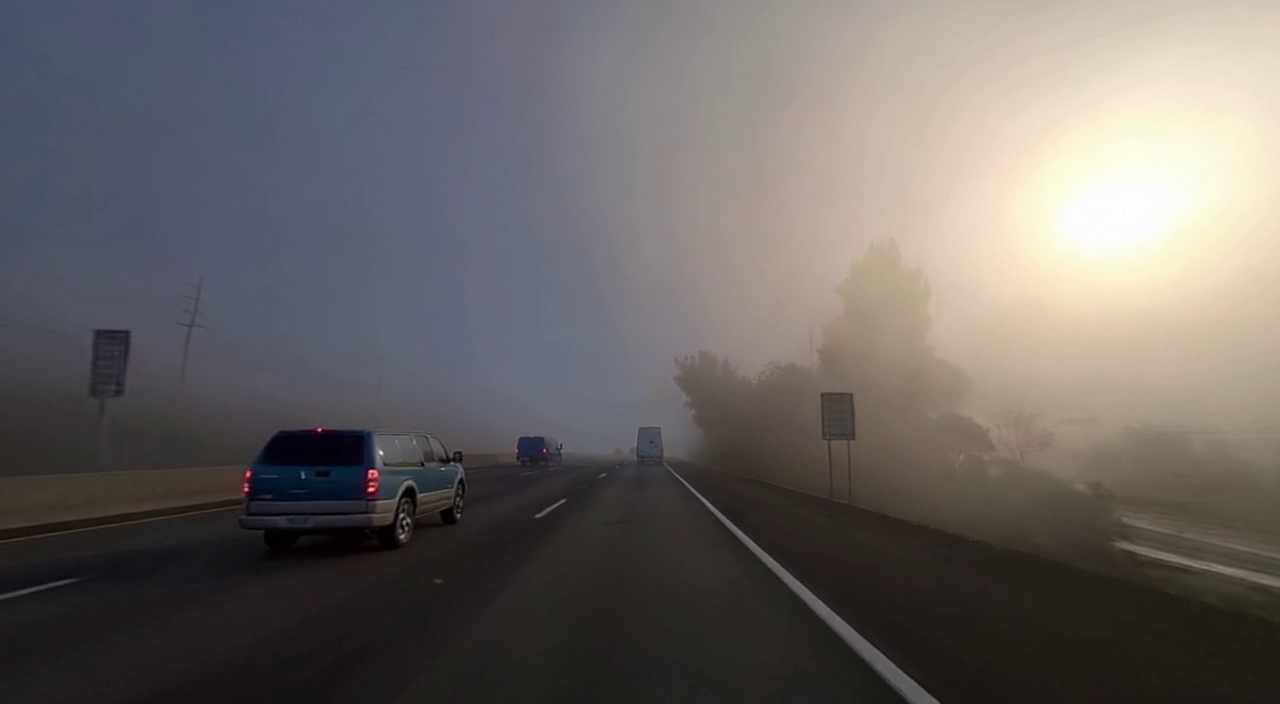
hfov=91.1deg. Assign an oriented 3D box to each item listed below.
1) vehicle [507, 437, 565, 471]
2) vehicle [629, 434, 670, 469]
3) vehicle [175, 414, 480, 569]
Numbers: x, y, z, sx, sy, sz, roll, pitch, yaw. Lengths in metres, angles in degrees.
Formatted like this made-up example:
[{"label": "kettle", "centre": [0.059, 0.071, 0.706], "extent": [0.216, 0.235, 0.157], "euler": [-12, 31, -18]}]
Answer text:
[{"label": "vehicle", "centre": [-6.854, 6.843, 42.407], "extent": [2.695, 2.084, 6.836], "euler": [0, -8, 1]}, {"label": "vehicle", "centre": [0.682, 7.100, 45.012], "extent": [2.692, 2.279, 5.695], "euler": [0, -8, 1]}, {"label": "vehicle", "centre": [-4.146, 1.929, 9.528], "extent": [2.145, 1.730, 4.729], "euler": [0, -8, 1]}]
